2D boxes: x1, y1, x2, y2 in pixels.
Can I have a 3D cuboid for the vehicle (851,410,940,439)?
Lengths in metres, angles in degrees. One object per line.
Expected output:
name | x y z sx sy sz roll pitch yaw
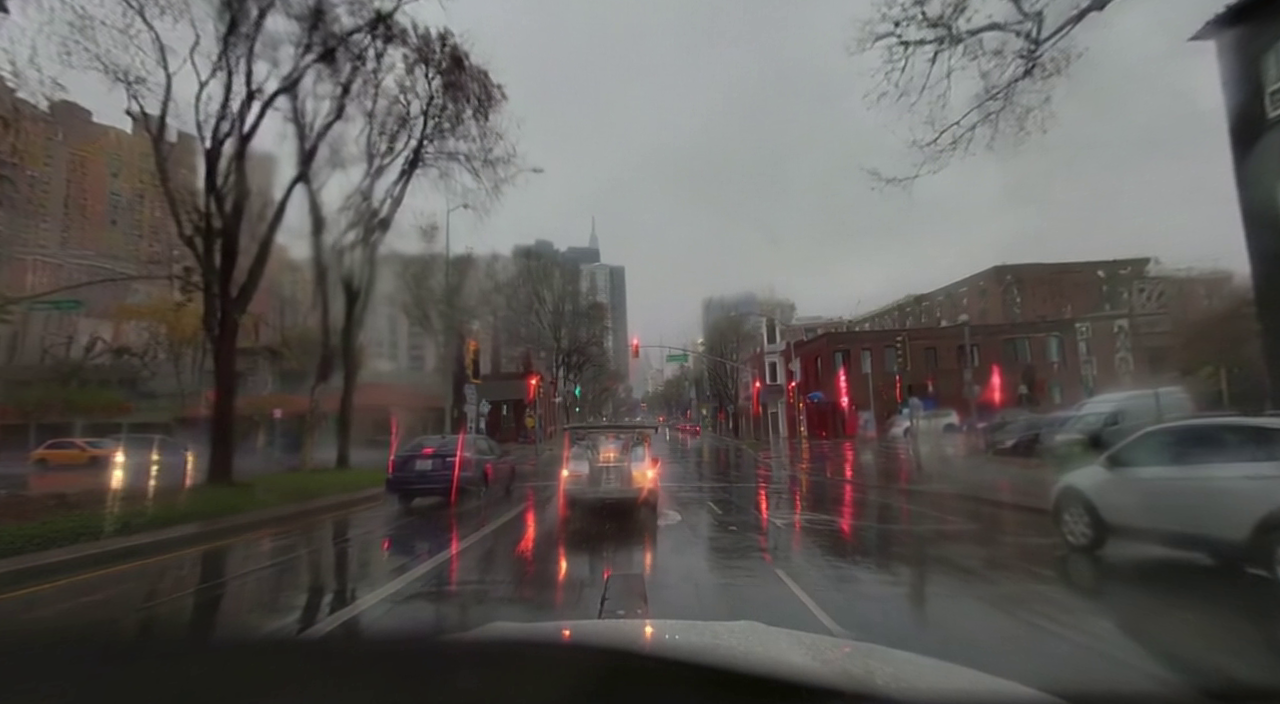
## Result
vehicle | 15.174 4.333 37.529 4.775 1.604 1.915 3 -9 -21

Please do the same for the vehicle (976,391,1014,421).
vehicle | 27.075 4.169 48.053 2.152 1.993 5.078 -6 -10 31

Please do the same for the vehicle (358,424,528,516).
vehicle | -3.700 2.304 12.839 1.934 1.522 4.464 0 -8 1

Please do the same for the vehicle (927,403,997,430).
vehicle | 21.187 4.300 41.443 5.017 1.542 2.055 6 -11 -38

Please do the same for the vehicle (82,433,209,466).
vehicle | -23.223 4.595 29.756 4.453 1.471 1.921 -1 -8 4

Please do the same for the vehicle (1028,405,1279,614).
vehicle | 6.217 1.431 6.106 1.904 1.705 4.510 0 -8 -2

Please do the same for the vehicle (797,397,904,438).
vehicle | 13.772 4.358 41.374 6.541 2.480 2.259 3 -9 -19

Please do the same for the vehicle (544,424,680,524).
vehicle | -0.437 2.159 11.681 2.082 1.520 3.896 0 -8 0
